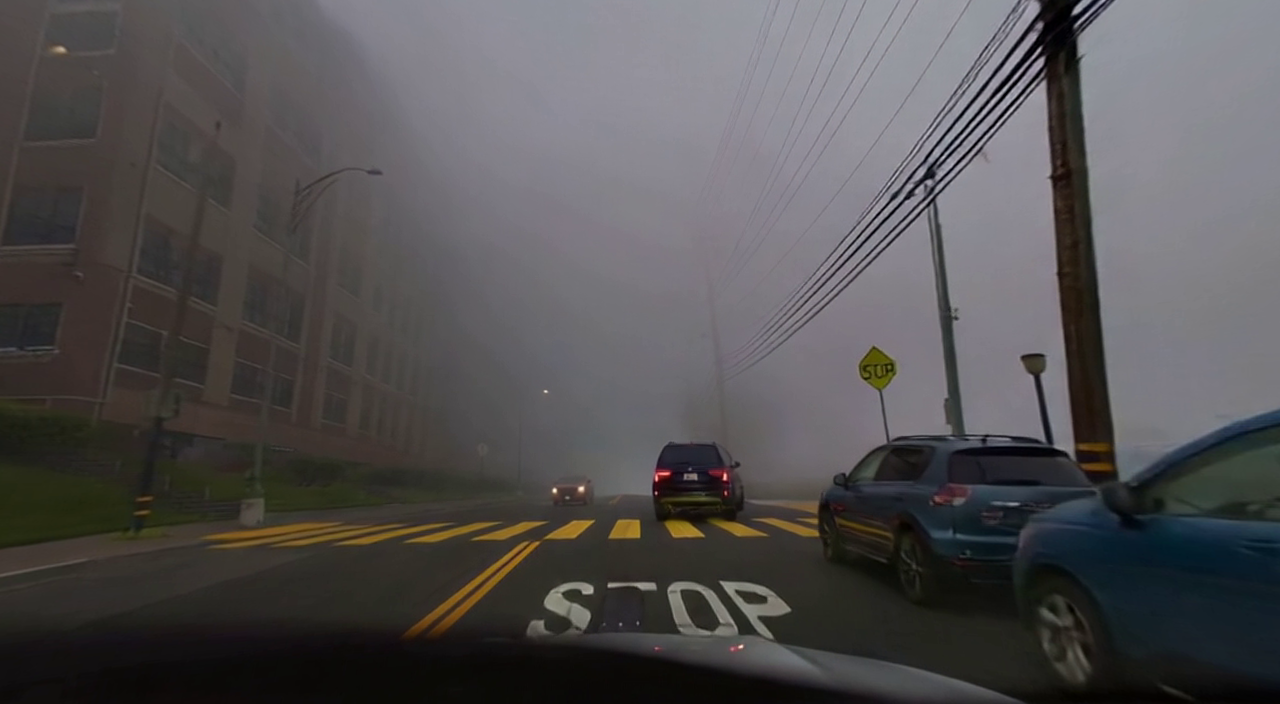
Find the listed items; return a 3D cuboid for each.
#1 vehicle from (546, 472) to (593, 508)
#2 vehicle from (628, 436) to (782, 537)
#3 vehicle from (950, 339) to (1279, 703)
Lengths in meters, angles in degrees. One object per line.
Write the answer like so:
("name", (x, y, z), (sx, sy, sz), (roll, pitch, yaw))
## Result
("vehicle", (-3.538, 7.011, 32.339), (1.911, 1.563, 4.057), (0, -8, 0))
("vehicle", (1.671, 2.833, 14.158), (2.214, 1.789, 4.872), (-3, -9, 20))
("vehicle", (3.309, 0.821, 2.230), (2.039, 1.731, 4.428), (0, -8, -2))
